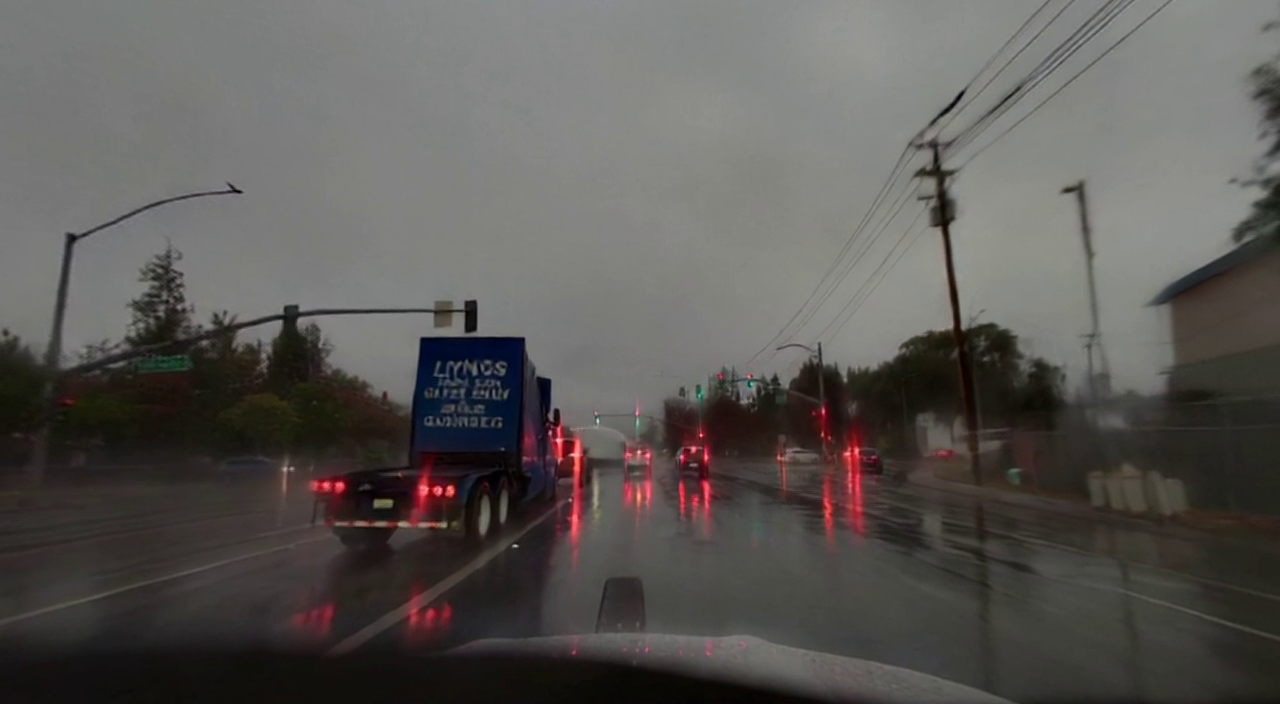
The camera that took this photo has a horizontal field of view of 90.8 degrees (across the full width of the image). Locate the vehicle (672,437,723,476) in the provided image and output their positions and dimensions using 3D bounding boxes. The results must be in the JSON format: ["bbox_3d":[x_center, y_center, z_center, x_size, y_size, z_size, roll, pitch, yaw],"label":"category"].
[{"bbox_3d":[2.884,5.378,32.636,2.086,1.849,4.607,0,-9,-1],"label":"vehicle"}]

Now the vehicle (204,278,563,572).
[{"bbox_3d":[-3.380,1.411,11.361,2.889,3.347,8.285,0,-9,0],"label":"vehicle"}]

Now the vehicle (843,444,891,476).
[{"bbox_3d":[13.084,6.147,36.213,2.102,1.662,4.533,-4,-10,25],"label":"vehicle"}]

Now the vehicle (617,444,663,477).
[{"bbox_3d":[-0.025,5.345,31.215,2.117,1.499,4.036,0,-9,-1],"label":"vehicle"}]

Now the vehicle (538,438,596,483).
[{"bbox_3d":[-3.167,4.783,28.192,1.994,1.806,4.564,0,-9,1],"label":"vehicle"}]
